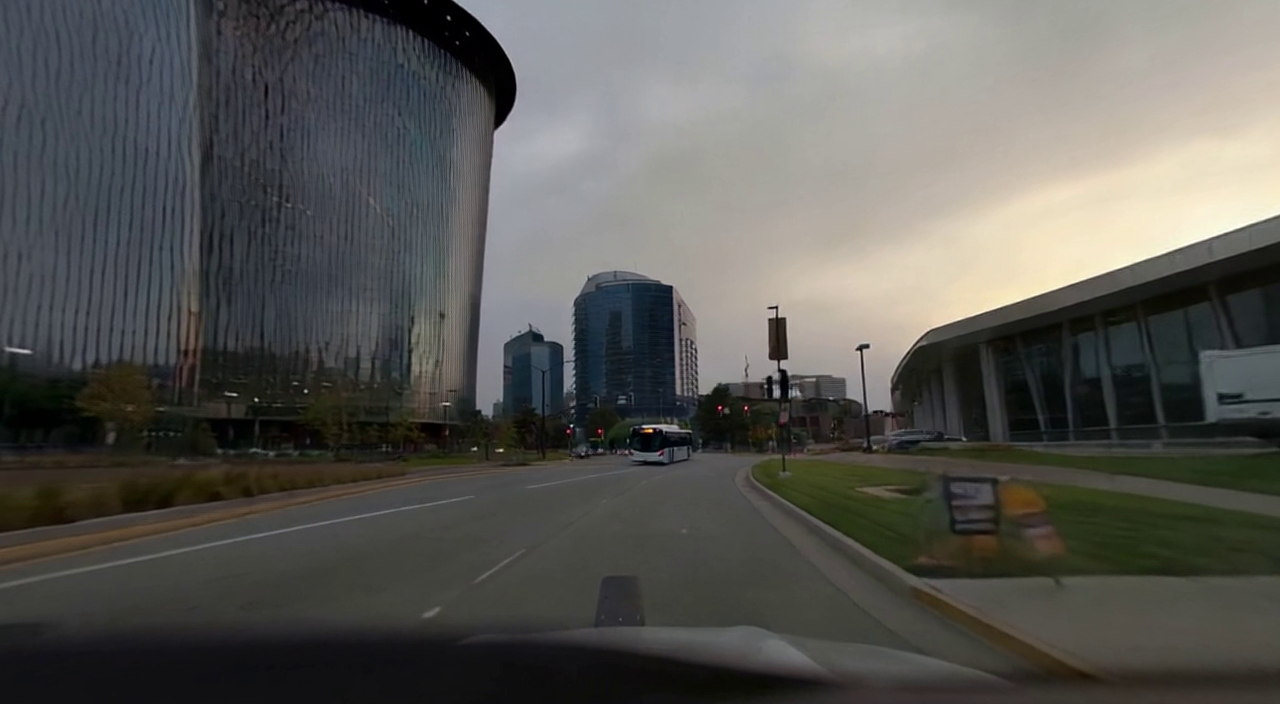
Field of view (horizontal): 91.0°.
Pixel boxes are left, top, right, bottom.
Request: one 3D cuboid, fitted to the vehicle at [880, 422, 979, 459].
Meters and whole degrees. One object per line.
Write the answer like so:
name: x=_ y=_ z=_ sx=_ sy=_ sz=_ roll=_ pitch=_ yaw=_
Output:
vehicle: x=16.719 y=5.177 z=36.599 sx=4.647 sy=1.951 sz=2.304 roll=-3 pitch=-10 yaw=10
